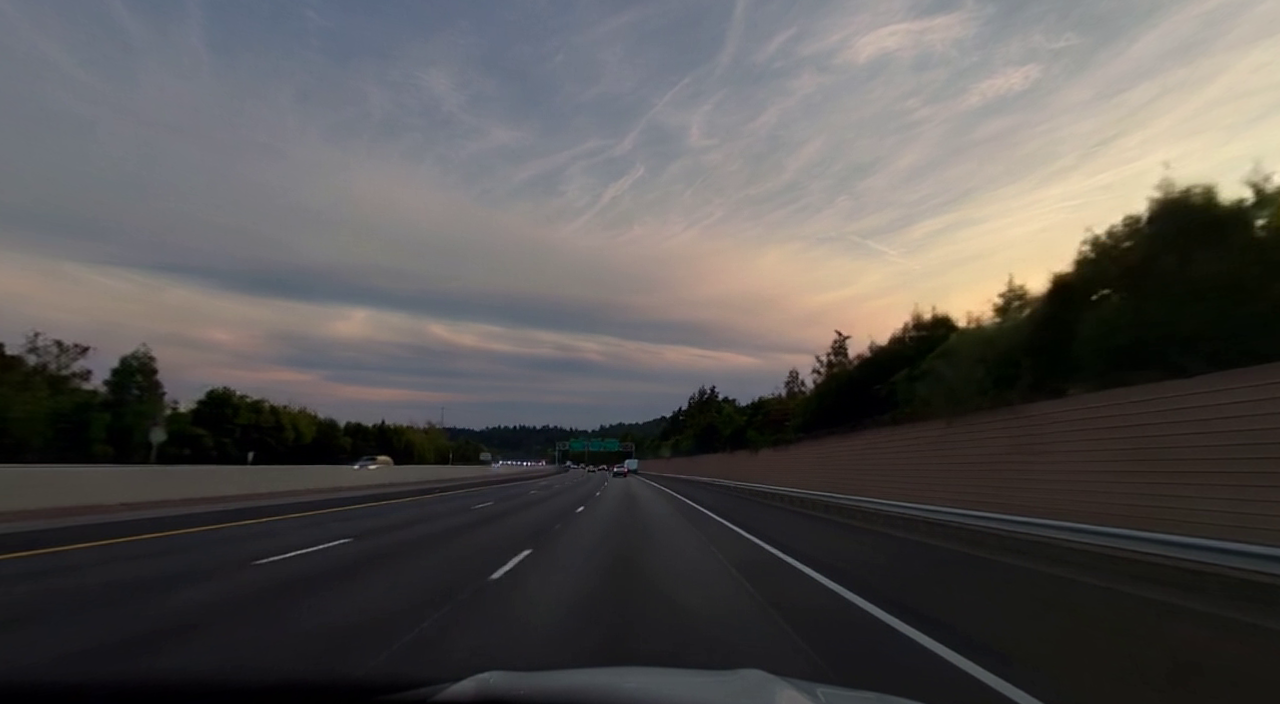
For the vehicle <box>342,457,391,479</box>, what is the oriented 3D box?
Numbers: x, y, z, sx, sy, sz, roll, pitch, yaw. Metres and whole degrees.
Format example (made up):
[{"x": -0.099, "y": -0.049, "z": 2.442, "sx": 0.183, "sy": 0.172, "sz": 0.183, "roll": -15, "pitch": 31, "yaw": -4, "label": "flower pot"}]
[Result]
[{"x": -21.494, "y": 9.167, "z": 49.715, "sx": 1.979, "sy": 1.590, "sz": 4.456, "roll": 1, "pitch": -10, "yaw": -2, "label": "vehicle"}]
